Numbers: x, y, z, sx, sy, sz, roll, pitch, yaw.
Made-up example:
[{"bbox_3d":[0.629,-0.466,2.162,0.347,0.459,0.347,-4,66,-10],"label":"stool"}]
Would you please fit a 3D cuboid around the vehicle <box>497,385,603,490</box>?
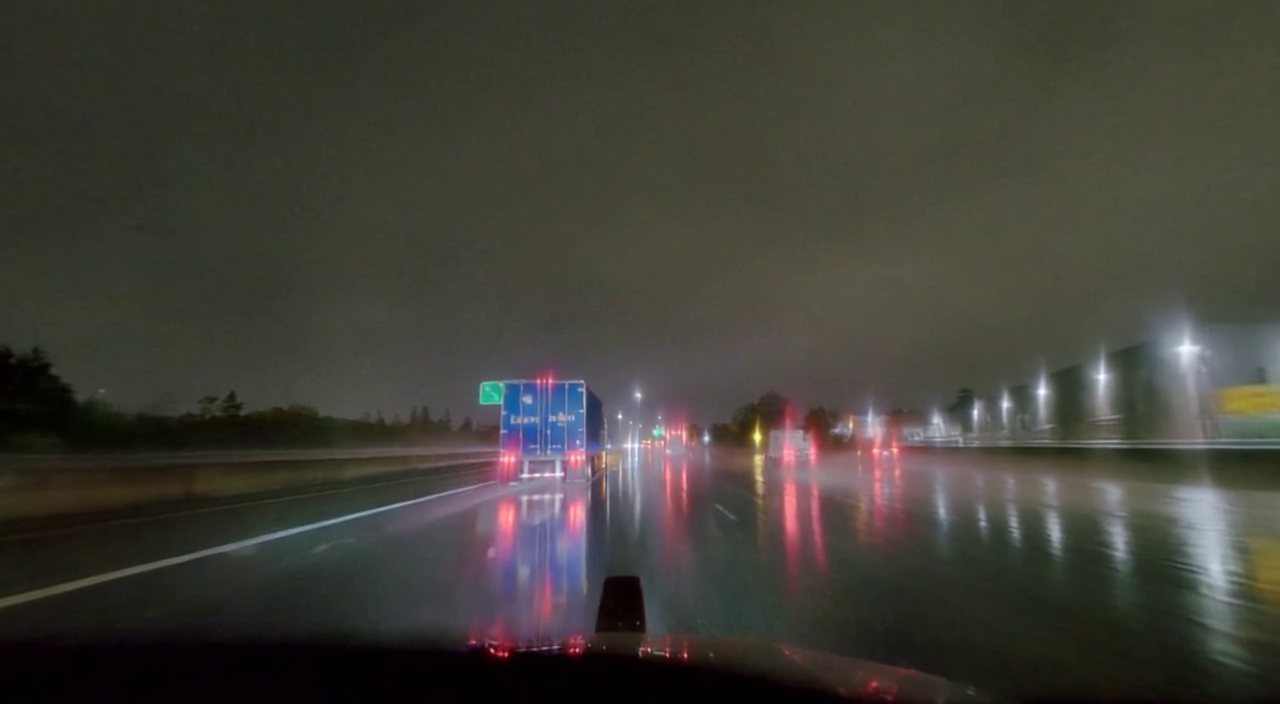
[{"bbox_3d":[-3.248,3.479,25.226,2.922,3.458,8.360,0,-9,1],"label":"vehicle"}]
